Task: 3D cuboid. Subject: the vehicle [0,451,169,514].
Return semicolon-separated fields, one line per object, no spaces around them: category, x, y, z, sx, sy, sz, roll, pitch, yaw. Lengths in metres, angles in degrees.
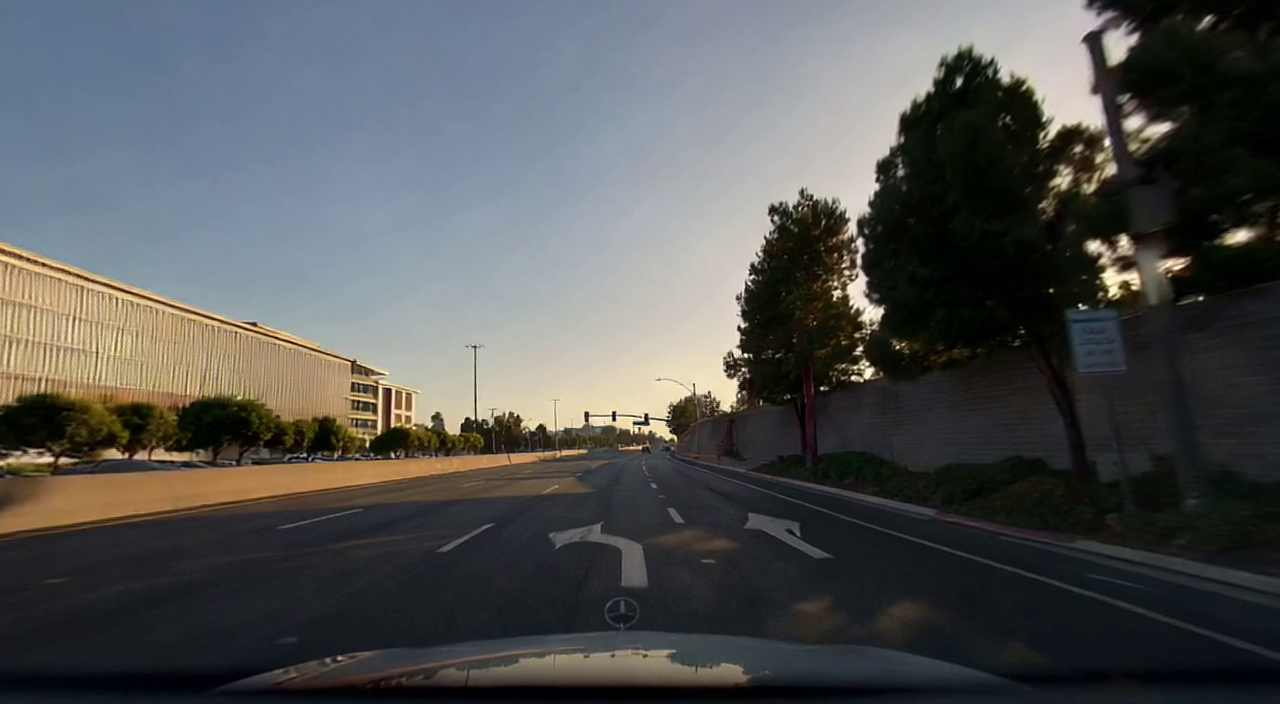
vehicle;-15.907;3.545;17.670;2.072;1.479;4.357;0;-9;0
